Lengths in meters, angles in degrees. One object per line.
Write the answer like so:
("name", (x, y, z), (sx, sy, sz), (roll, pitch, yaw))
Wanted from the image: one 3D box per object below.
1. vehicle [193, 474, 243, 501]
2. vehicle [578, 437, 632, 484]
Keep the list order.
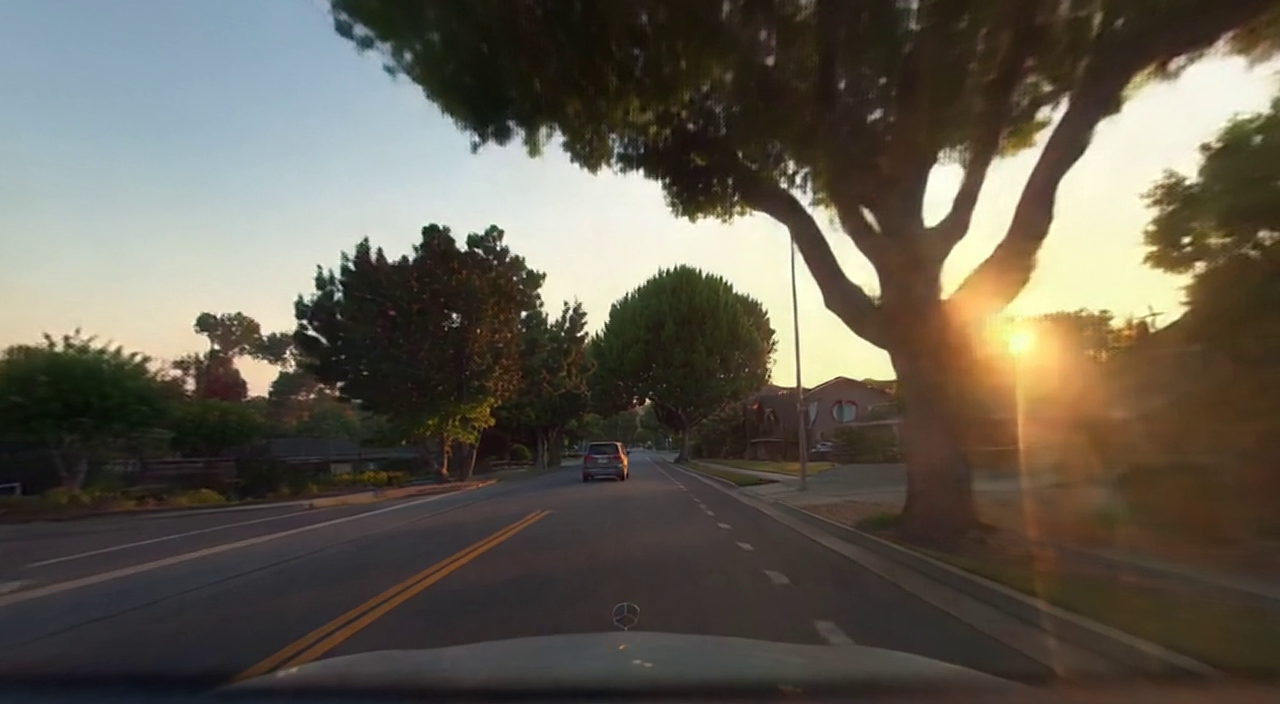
("vehicle", (-30.000, 9.602, 45.027), (1.926, 1.552, 4.355), (3, -9, -21))
("vehicle", (-1.539, 5.011, 29.528), (2.210, 2.023, 4.663), (0, -9, 1))
